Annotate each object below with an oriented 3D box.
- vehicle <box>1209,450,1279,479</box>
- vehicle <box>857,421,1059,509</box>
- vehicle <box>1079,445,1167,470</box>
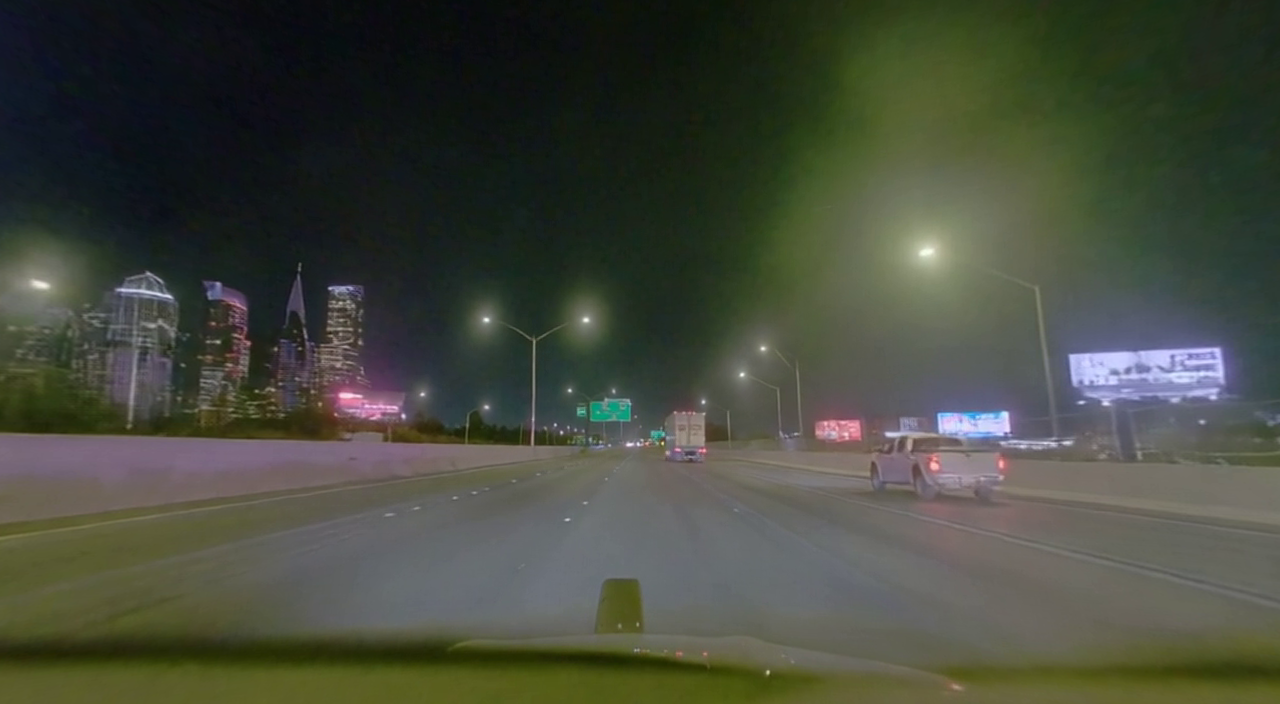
[{"bbox_3d":[36.122,6.499,36.550,4.238,1.479,1.822,-2,-8,1],"label":"vehicle"},{"bbox_3d":[8.111,2.966,16.914,2.544,1.947,5.288,0,-9,-1],"label":"vehicle"},{"bbox_3d":[35.827,7.853,46.774,4.887,1.728,1.965,1,-9,-2],"label":"vehicle"}]
